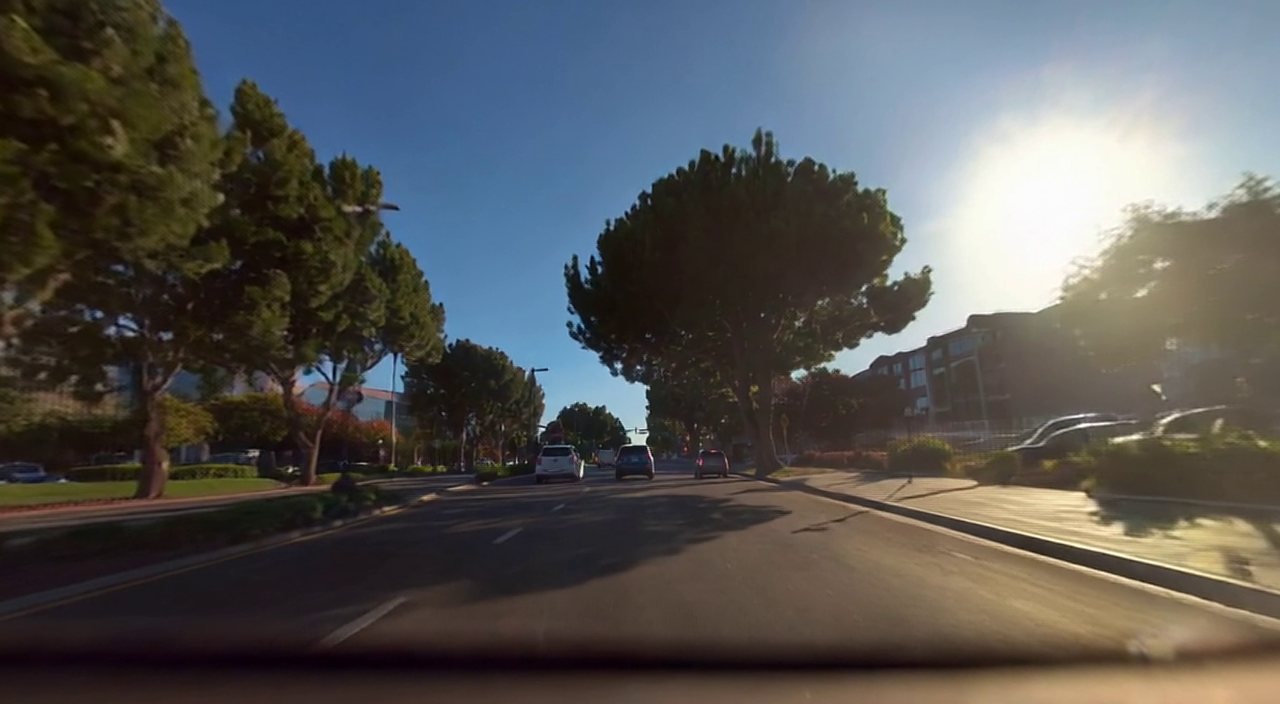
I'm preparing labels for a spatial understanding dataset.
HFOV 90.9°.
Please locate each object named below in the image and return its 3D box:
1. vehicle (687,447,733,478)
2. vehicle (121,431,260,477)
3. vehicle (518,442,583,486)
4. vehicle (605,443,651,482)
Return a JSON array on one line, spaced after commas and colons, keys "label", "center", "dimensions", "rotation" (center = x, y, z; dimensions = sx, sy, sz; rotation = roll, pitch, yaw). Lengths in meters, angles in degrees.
[{"label": "vehicle", "center": [3.630, 5.795, 33.368], "dimensions": [1.847, 1.554, 4.052], "rotation": [0, -8, -1]}, {"label": "vehicle", "center": [-32.341, 7.492, 46.085], "dimensions": [2.768, 3.022, 9.215], "rotation": [-1, -10, 4]}, {"label": "vehicle", "center": [-3.731, 4.761, 27.108], "dimensions": [2.047, 1.710, 4.314], "rotation": [0, -8, 2]}, {"label": "vehicle", "center": [-0.503, 5.167, 29.850], "dimensions": [2.022, 1.700, 4.084], "rotation": [0, -8, 1]}]
